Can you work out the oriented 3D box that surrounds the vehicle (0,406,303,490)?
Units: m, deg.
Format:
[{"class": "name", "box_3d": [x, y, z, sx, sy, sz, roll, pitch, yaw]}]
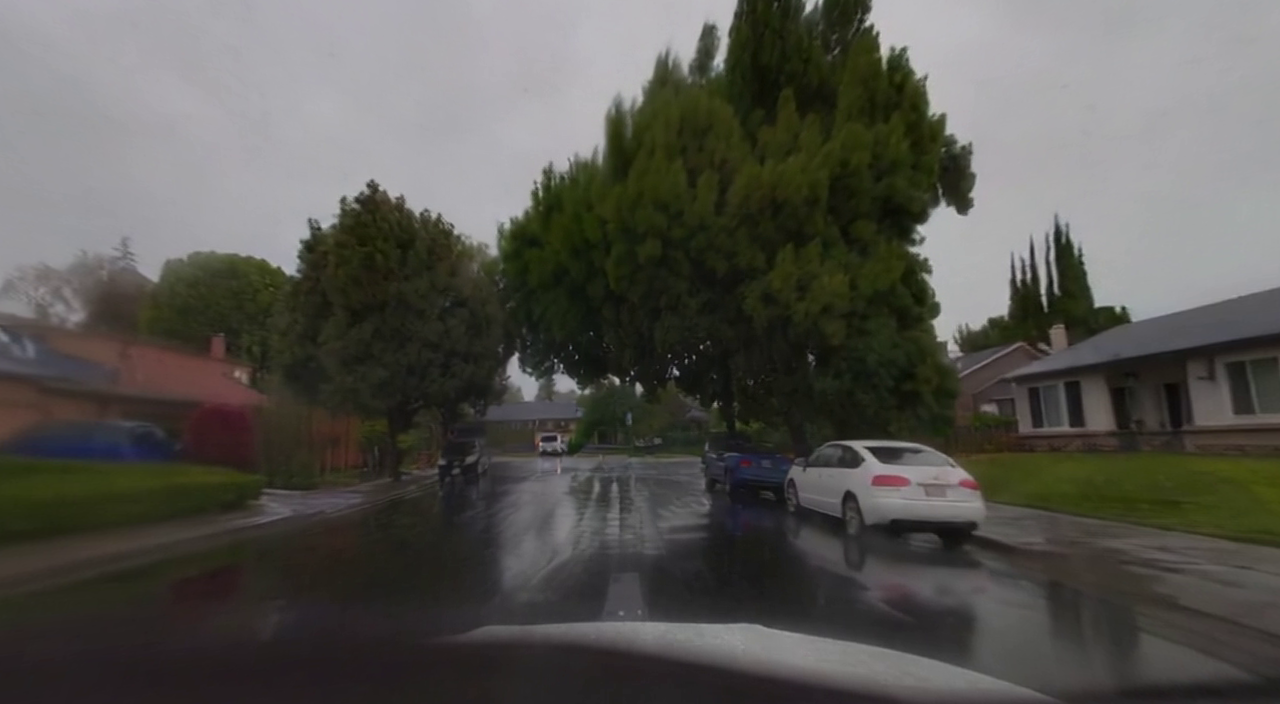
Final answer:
[{"class": "vehicle", "box_3d": [-12.980, 2.580, 17.394, 6.197, 1.824, 2.113, 0, -8, -17]}]

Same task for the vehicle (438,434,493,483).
[{"class": "vehicle", "box_3d": [-7.384, 4.431, 26.801, 1.976, 1.855, 4.299, 2, -8, -15]}]

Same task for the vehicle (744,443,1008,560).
[{"class": "vehicle", "box_3d": [3.459, 2.258, 10.532, 1.984, 1.437, 4.726, 1, -8, -9]}]

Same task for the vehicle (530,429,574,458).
[{"class": "vehicle", "box_3d": [-6.987, 7.159, 49.660, 2.371, 2.138, 5.373, 2, -8, -19]}]

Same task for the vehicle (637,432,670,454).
[{"class": "vehicle", "box_3d": [1.095, 7.158, 49.567, 2.258, 1.675, 4.032, -1, -9, 6]}]

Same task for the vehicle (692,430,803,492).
[{"class": "vehicle", "box_3d": [3.248, 3.394, 20.175, 1.993, 1.720, 4.583, 2, -8, -11]}]
